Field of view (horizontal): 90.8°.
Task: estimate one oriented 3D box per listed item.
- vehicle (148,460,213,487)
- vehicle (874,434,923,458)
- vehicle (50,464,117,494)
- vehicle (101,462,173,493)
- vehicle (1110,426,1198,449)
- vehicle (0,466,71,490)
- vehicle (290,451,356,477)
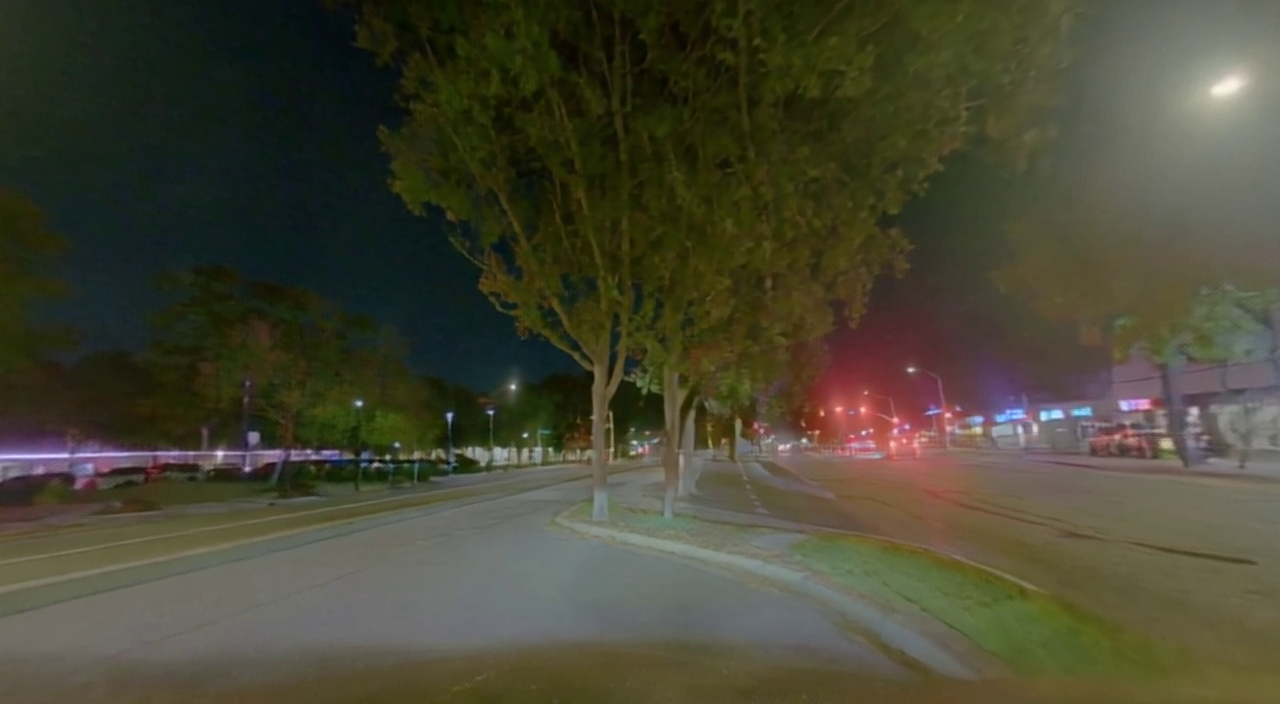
[{"bbox_3d":[-30.201,7.936,41.461,4.416,1.541,2.102,-6,-11,36],"label":"vehicle"},{"bbox_3d":[18.715,6.858,45.918,2.100,1.638,4.545,-1,-9,7],"label":"vehicle"},{"bbox_3d":[-31.297,7.074,35.505,4.157,1.458,2.130,-7,-11,40],"label":"vehicle"},{"bbox_3d":[-30.016,7.414,37.618,5.124,1.541,2.121,-7,-11,38],"label":"vehicle"},{"bbox_3d":[32.799,5.512,40.426,3.839,1.386,1.816,-2,-9,12],"label":"vehicle"},{"bbox_3d":[-40.062,8.133,40.874,4.317,1.418,1.734,2,-9,-17],"label":"vehicle"},{"bbox_3d":[-23.336,8.190,46.458,5.483,1.719,2.112,-7,-11,38],"label":"vehicle"}]
